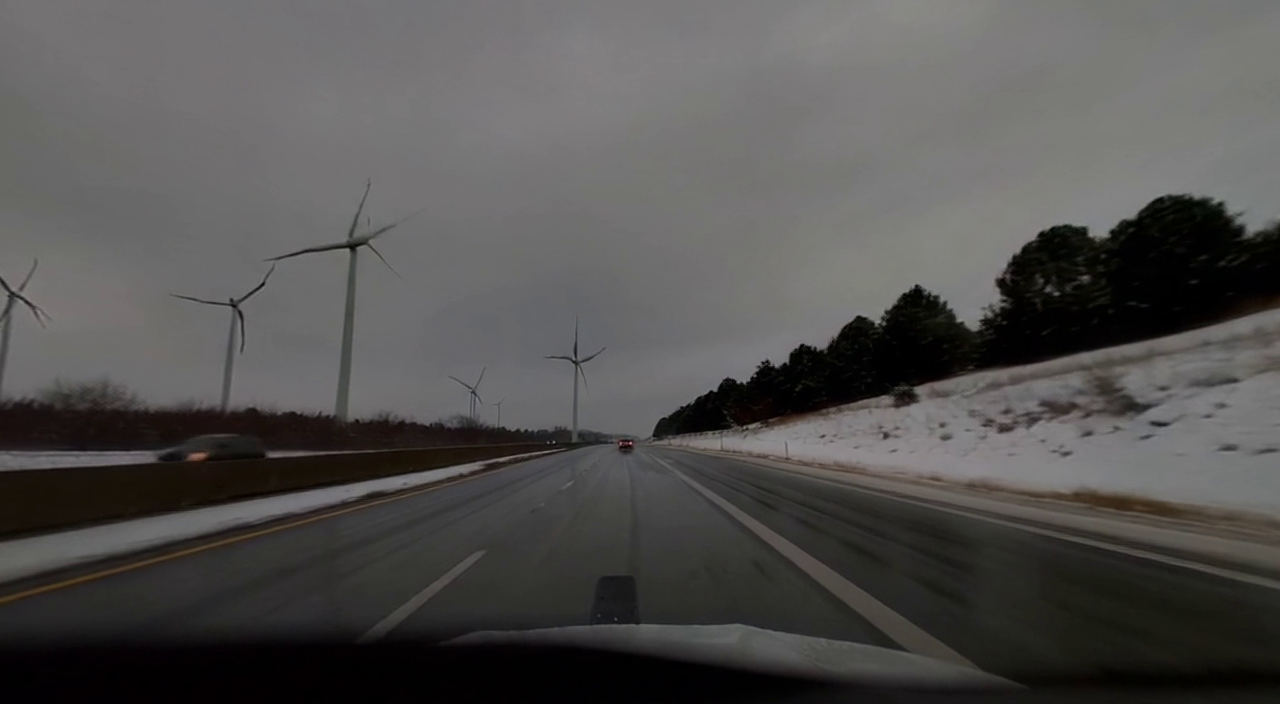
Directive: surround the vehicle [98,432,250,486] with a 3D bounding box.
[{"bbox_3d":[-14.742,3.382,20.236,1.802,1.527,4.067,0,-8,-1],"label":"vehicle"}]
